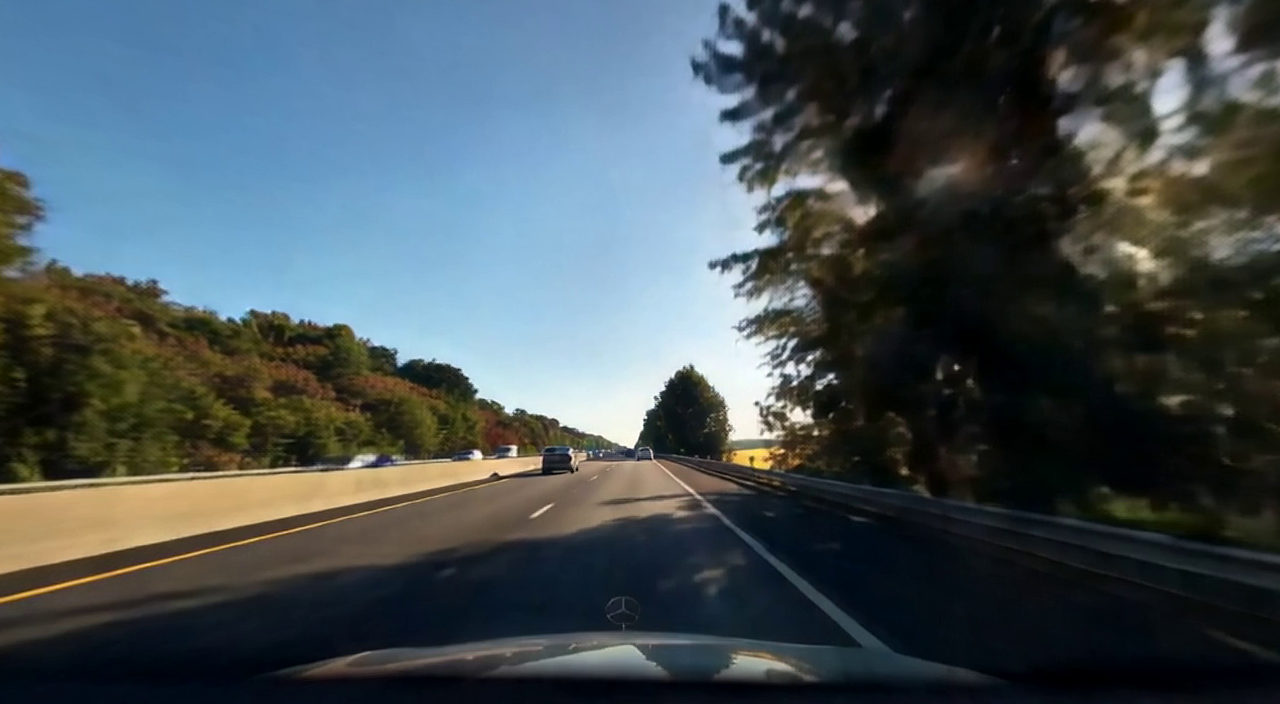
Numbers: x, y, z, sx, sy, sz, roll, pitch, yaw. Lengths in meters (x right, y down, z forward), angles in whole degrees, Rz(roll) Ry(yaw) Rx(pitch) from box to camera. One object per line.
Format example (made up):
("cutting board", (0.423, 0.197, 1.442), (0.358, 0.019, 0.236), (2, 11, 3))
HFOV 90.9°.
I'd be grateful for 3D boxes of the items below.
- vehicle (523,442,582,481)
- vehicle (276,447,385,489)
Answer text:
("vehicle", (-3.983, 5.076, 29.485), (2.095, 1.664, 4.305), (0, -9, 1))
("vehicle", (-12.683, 4.771, 26.269), (2.083, 1.536, 4.838), (0, -9, 0))
